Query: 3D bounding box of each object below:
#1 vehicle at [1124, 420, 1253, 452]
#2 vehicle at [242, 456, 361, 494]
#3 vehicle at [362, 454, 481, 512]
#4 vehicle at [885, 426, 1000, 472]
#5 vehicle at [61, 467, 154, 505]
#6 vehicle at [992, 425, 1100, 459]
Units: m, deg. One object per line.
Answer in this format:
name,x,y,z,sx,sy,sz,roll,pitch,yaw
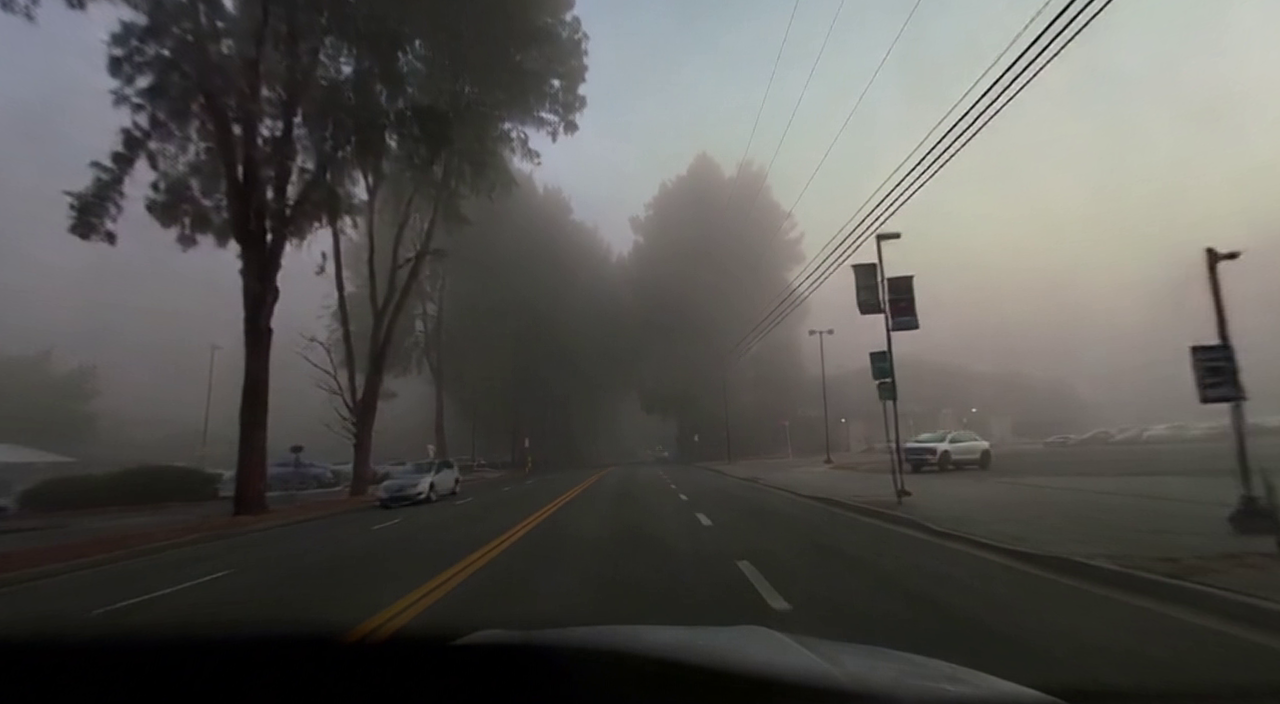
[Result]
vehicle,26.125,4.060,30.209,1.765,1.435,4.413,8,-12,-44
vehicle,-16.351,5.964,30.692,4.650,1.700,1.915,0,-9,-1
vehicle,-6.526,3.948,19.519,1.962,1.478,4.639,-1,-9,1
vehicle,11.190,3.559,23.254,4.587,1.504,1.928,6,-11,-38
vehicle,-27.387,6.853,32.675,1.822,1.622,4.193,-2,-9,-11
vehicle,21.871,4.881,34.131,4.442,1.451,1.945,-12,-12,42
